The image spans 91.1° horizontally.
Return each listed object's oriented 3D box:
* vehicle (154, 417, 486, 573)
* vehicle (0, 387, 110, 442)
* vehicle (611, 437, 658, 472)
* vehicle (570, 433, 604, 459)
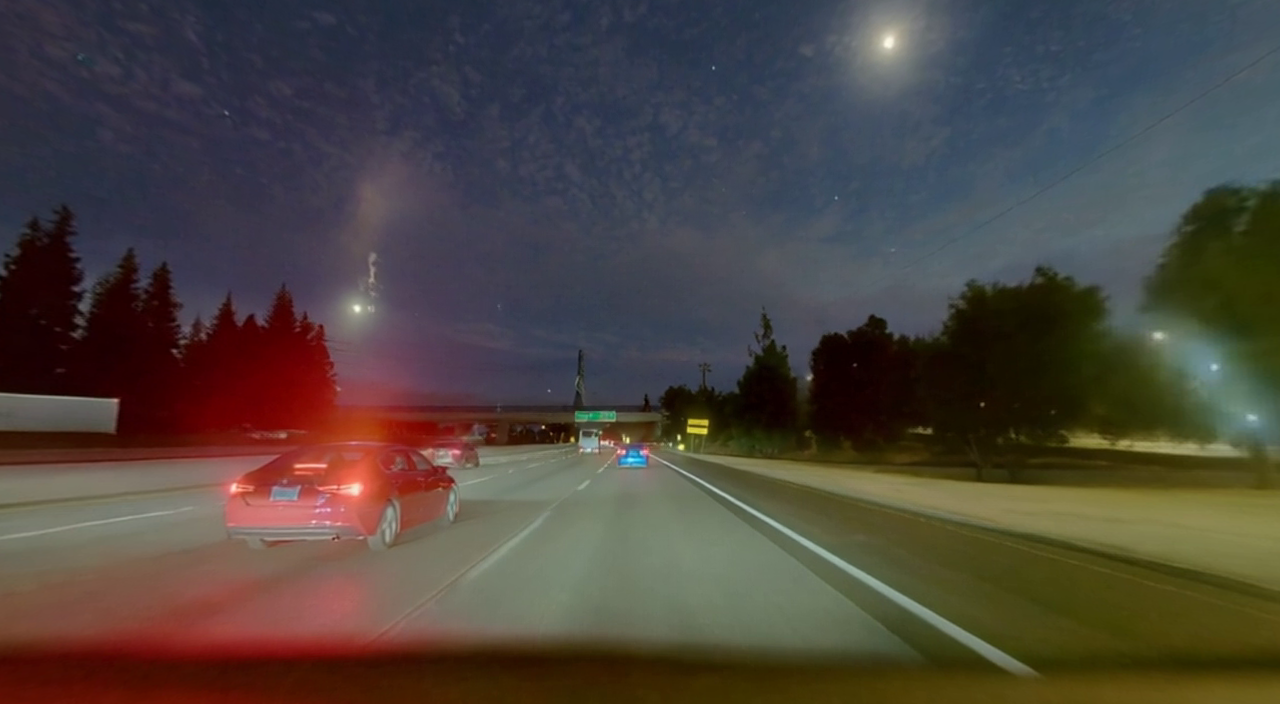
[{"bbox_3d":[-3.724,1.738,8.531,2.035,1.514,4.600,0,-8,1],"label":"vehicle"},{"bbox_3d":[-46.290,4.709,46.337,2.805,3.776,13.304,0,-8,-1],"label":"vehicle"},{"bbox_3d":[-0.259,4.554,28.108,1.954,1.460,3.983,0,-8,-1],"label":"vehicle"},{"bbox_3d":[-3.917,7.005,46.936,2.174,1.806,3.932,0,-8,0],"label":"vehicle"}]
